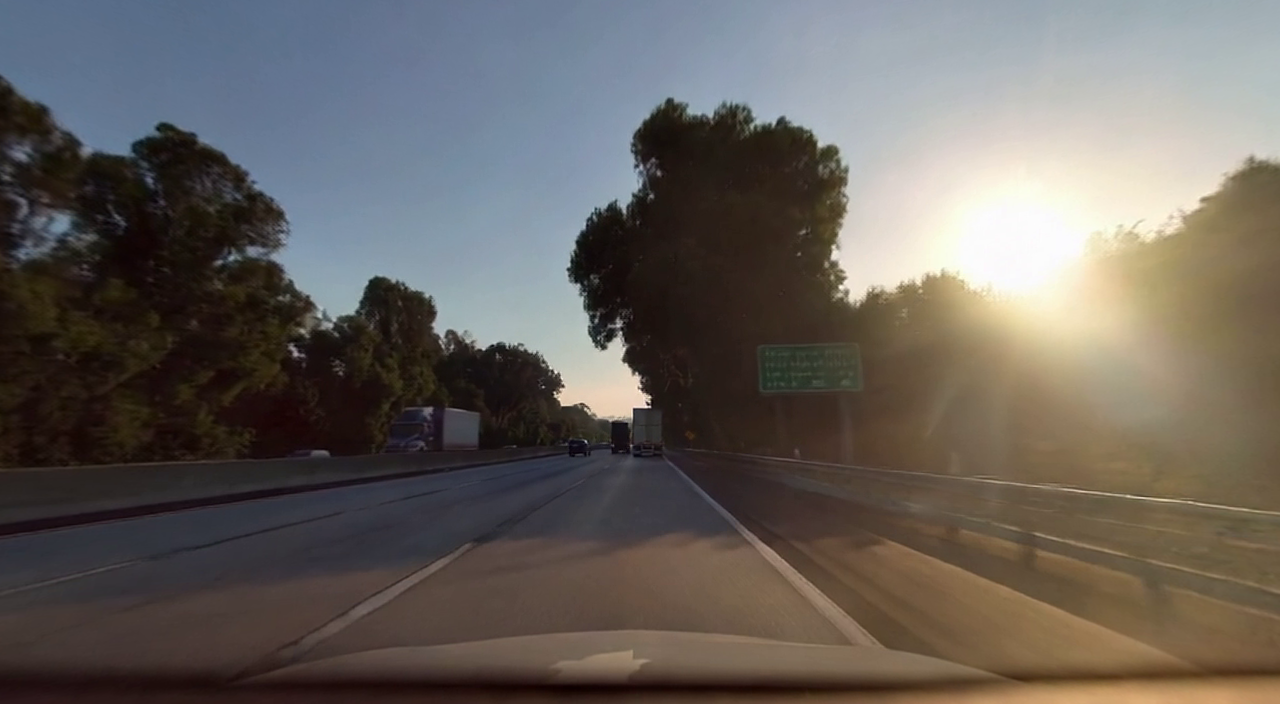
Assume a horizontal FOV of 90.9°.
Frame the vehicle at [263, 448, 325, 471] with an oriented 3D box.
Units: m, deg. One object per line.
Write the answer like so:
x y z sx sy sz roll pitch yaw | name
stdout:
-25.508 7.936 46.648 2.060 1.559 4.348 0 -8 1 | vehicle
